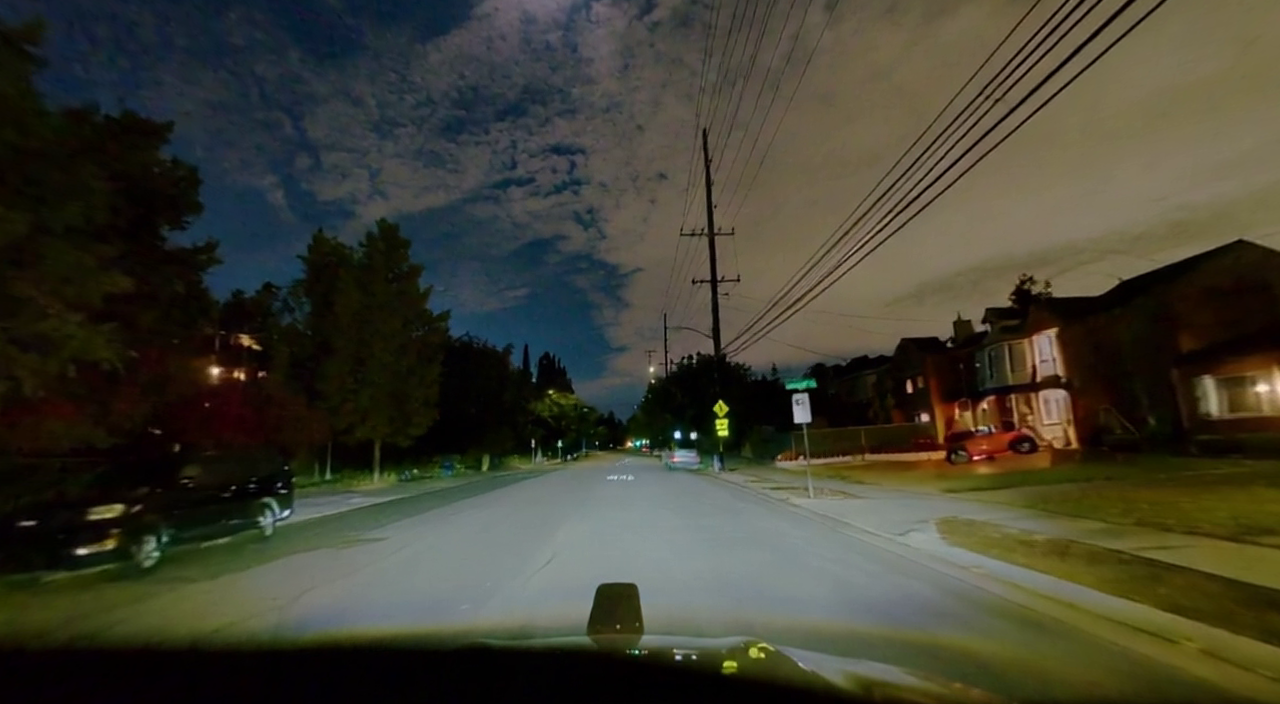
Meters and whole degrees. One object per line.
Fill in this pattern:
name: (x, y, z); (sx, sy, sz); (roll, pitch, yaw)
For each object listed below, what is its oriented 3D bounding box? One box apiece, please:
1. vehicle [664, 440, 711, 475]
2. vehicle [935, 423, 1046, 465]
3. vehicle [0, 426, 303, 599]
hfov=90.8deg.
vehicle: (2.422, 5.502, 33.221); (1.971, 1.710, 4.210); (0, -9, -2)
vehicle: (13.934, 3.680, 25.237); (3.645, 1.532, 1.806); (-5, -10, 29)
vehicle: (-7.151, 2.146, 9.132); (2.135, 1.787, 4.452); (-4, -9, 0)
